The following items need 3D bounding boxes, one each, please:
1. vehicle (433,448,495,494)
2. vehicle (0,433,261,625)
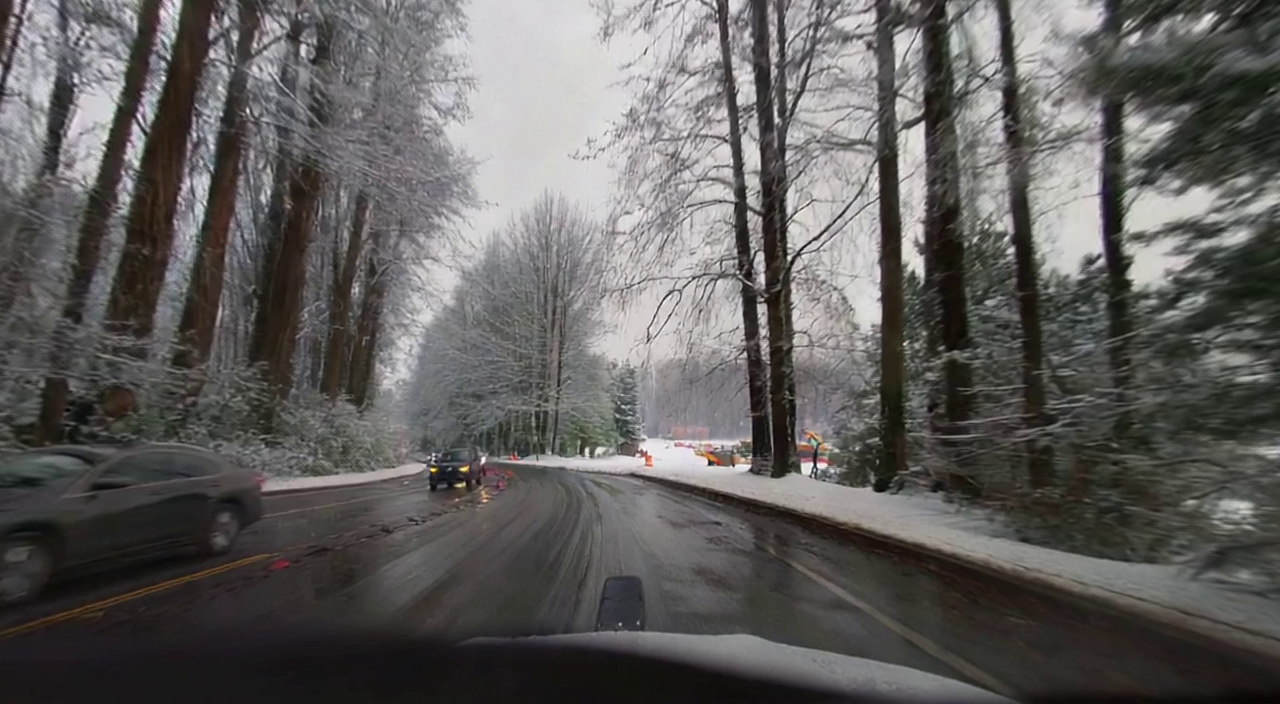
[{"bbox_3d":[-7.804,5.264,28.436,2.019,1.840,4.437,0,-9,-7],"label":"vehicle"},{"bbox_3d":[-6.860,1.923,7.646,1.943,1.745,4.115,-1,-9,0],"label":"vehicle"}]
